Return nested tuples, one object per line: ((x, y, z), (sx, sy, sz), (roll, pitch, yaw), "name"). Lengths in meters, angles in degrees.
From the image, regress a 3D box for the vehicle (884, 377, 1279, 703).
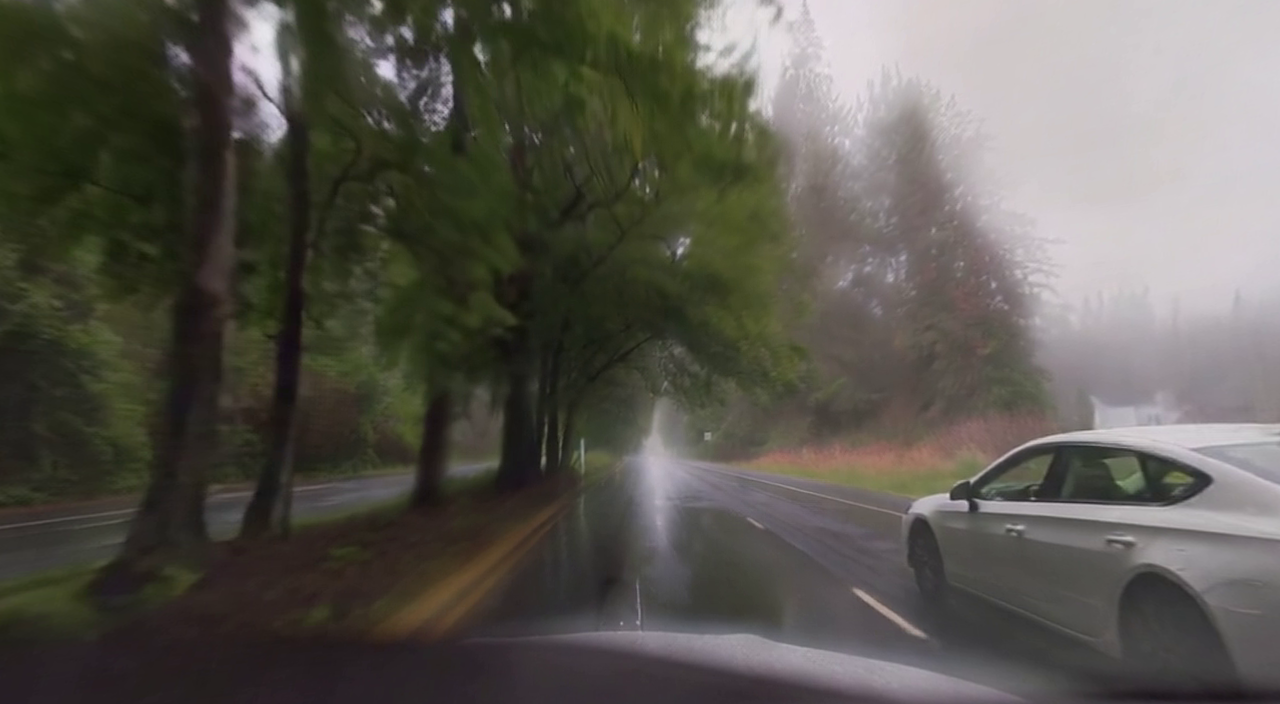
((3.604, 1.162, 4.293), (2.060, 1.584, 4.592), (0, -9, 0), "vehicle")
